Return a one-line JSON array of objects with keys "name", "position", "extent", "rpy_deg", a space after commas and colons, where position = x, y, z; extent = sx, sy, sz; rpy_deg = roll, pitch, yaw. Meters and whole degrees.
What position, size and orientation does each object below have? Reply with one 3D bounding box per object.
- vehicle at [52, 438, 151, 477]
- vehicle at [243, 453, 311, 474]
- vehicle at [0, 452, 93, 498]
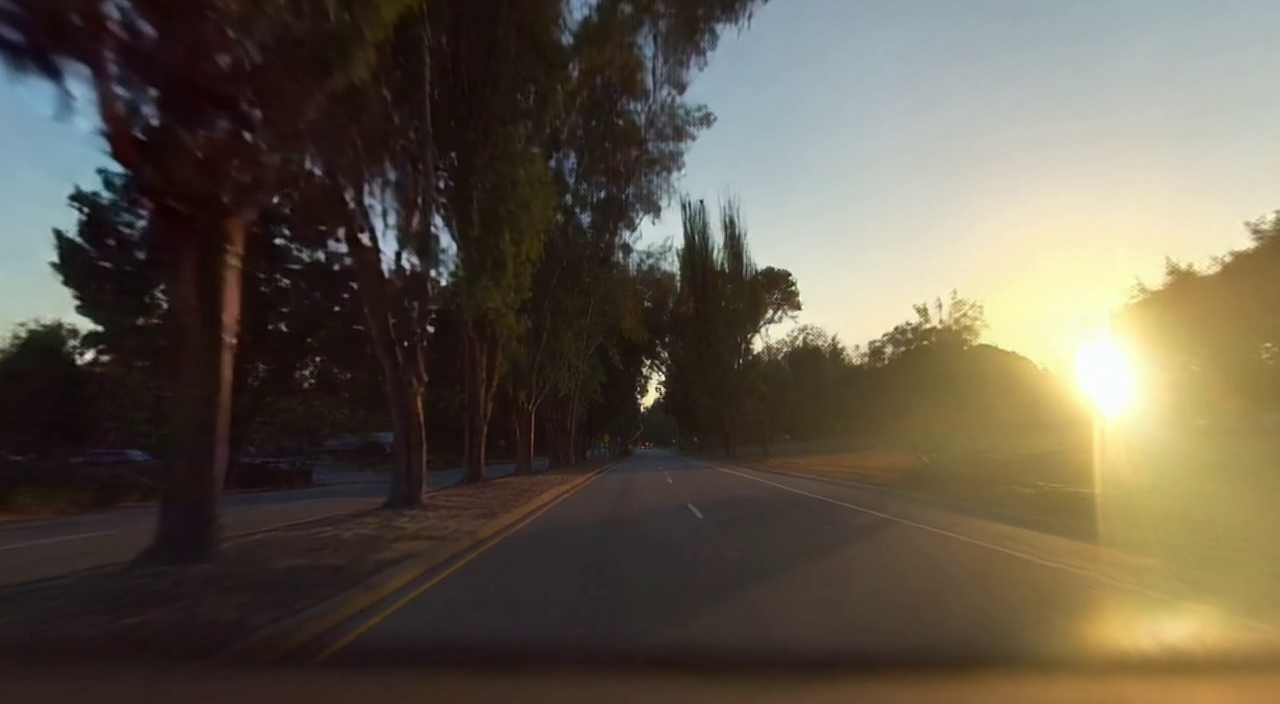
[{"name": "vehicle", "position": [-41.549, 8.116, 48.837], "extent": [5.637, 2.663, 2.208], "rpy_deg": [-2, -6, -2]}, {"name": "vehicle", "position": [-28.688, 8.773, 49.952], "extent": [4.342, 1.446, 1.722], "rpy_deg": [-2, -8, 2]}, {"name": "vehicle", "position": [-27.971, 5.568, 28.258], "extent": [4.971, 1.743, 2.107], "rpy_deg": [-4, -6, -4]}]
